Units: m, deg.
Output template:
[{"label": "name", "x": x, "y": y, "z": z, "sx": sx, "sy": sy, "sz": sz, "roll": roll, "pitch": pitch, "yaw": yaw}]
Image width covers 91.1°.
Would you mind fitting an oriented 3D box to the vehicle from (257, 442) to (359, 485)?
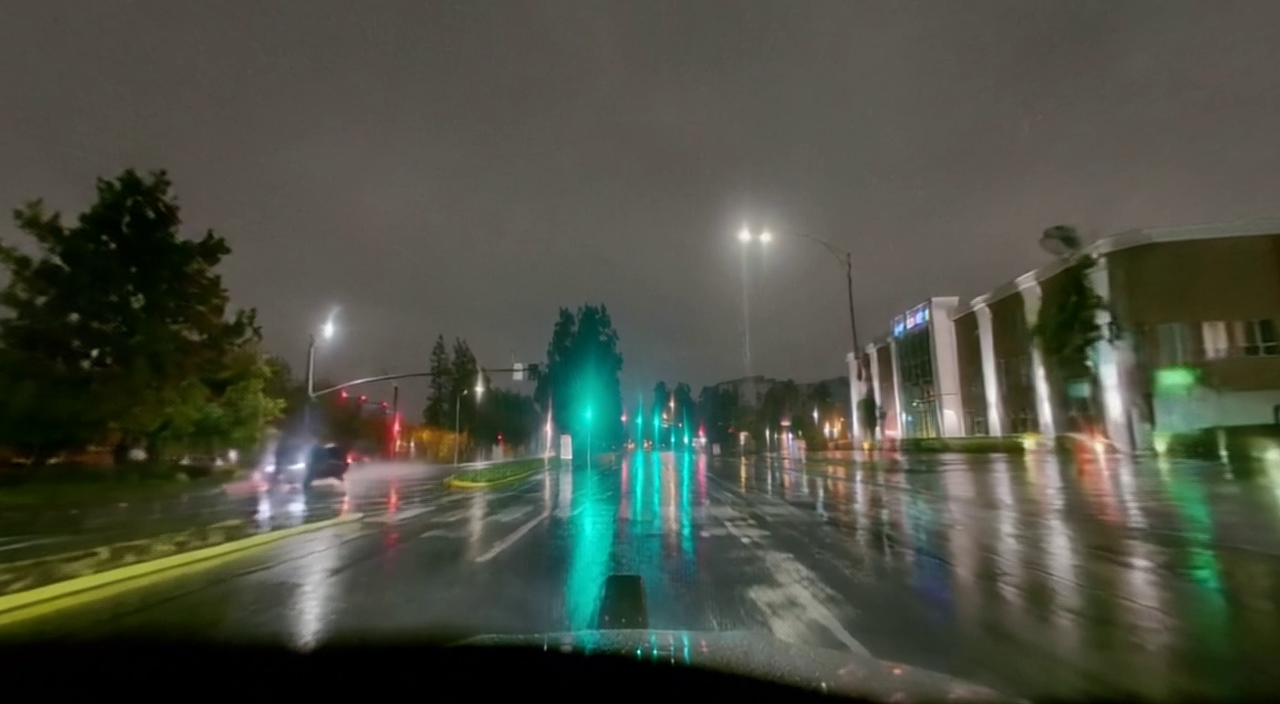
[{"label": "vehicle", "x": -14.700, "y": 4.922, "z": 28.142, "sx": 1.936, "sy": 1.718, "sz": 4.643, "roll": 0, "pitch": -8, "yaw": 1}]
